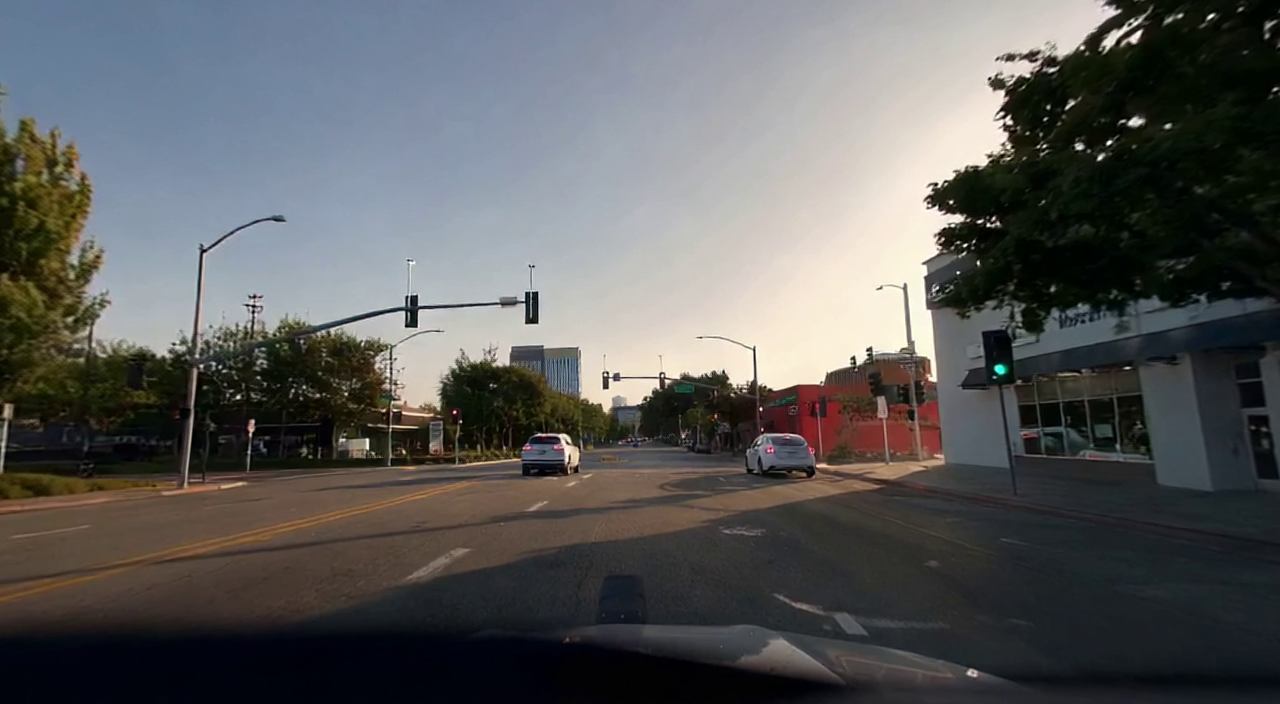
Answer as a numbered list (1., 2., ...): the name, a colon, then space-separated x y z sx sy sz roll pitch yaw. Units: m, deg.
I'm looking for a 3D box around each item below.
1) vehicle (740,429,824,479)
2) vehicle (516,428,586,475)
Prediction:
1. vehicle: 5.033 3.703 23.054 2.039 1.655 4.495 0 -9 0
2. vehicle: -3.300 3.786 24.121 1.947 1.627 4.248 0 -9 1
